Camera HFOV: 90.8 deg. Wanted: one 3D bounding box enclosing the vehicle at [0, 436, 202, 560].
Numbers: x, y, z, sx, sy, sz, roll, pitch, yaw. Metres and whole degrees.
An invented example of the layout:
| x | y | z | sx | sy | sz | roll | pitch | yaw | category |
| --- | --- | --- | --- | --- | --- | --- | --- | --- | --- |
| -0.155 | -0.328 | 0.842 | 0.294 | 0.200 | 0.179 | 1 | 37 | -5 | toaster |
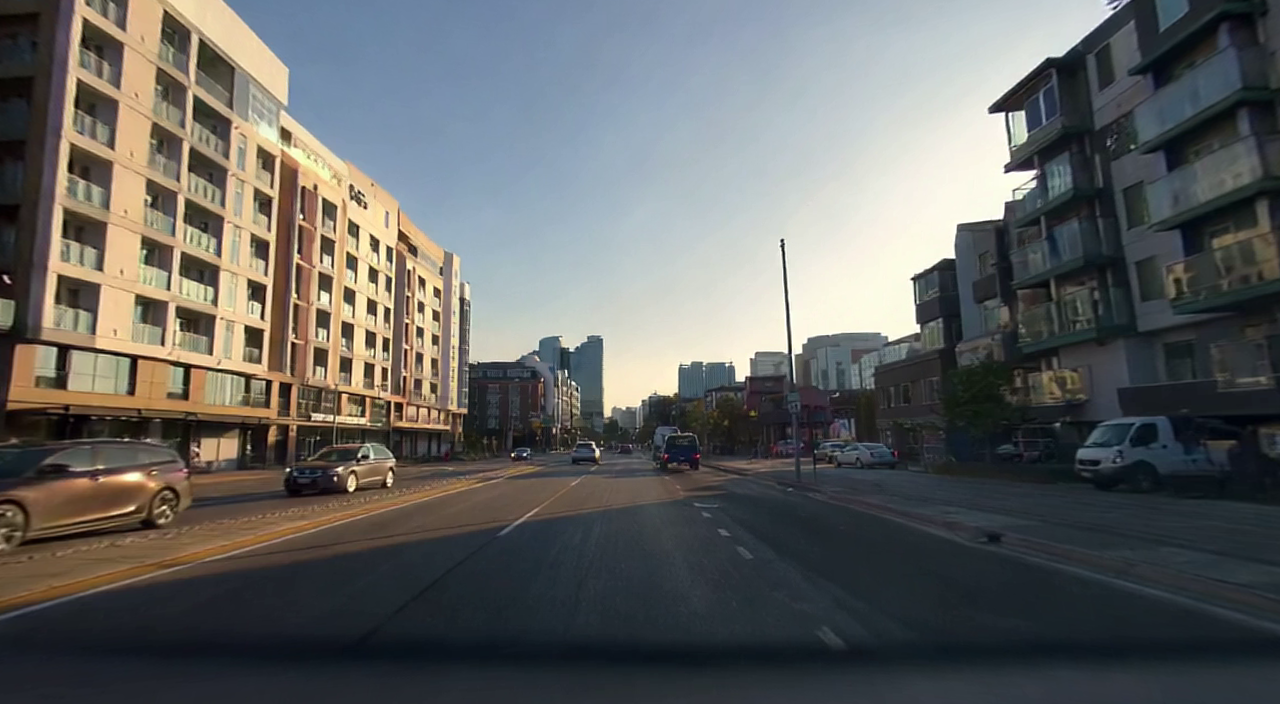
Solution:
| x | y | z | sx | sy | sz | roll | pitch | yaw | category |
| --- | --- | --- | --- | --- | --- | --- | --- | --- | --- |
| -8.707 | 2.003 | 9.043 | 1.923 | 1.482 | 4.273 | -3 | -8 | -1 | vehicle |

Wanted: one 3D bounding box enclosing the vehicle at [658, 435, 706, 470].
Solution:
| x | y | z | sx | sy | sz | roll | pitch | yaw | category |
| --- | --- | --- | --- | --- | --- | --- | --- | --- | --- |
| 2.241 | 5.584 | 35.308 | 2.130 | 1.787 | 5.126 | 0 | -8 | -2 | vehicle |

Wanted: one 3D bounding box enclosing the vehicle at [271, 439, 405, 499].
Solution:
| x | y | z | sx | sy | sz | roll | pitch | yaw | category |
| --- | --- | --- | --- | --- | --- | --- | --- | --- | --- |
| -8.872 | 3.456 | 19.073 | 1.969 | 1.489 | 4.522 | -2 | -8 | -2 | vehicle |

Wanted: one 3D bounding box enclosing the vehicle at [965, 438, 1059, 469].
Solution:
| x | y | z | sx | sy | sz | roll | pitch | yaw | category |
| --- | --- | --- | --- | --- | --- | --- | --- | --- | --- |
| 19.999 | 5.492 | 34.263 | 2.013 | 1.548 | 4.579 | 1 | -9 | -5 | vehicle |

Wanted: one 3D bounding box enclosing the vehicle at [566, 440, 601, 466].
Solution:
| x | y | z | sx | sy | sz | roll | pitch | yaw | category |
| --- | --- | --- | --- | --- | --- | --- | --- | --- | --- |
| -3.714 | 6.682 | 42.054 | 2.046 | 1.617 | 4.601 | 0 | -8 | -2 | vehicle |

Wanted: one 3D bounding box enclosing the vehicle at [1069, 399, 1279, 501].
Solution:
| x | y | z | sx | sy | sz | roll | pitch | yaw | category |
| --- | --- | --- | --- | --- | --- | --- | --- | --- | --- |
| 13.370 | 2.214 | 14.521 | 5.419 | 2.120 | 2.164 | 0 | -8 | -3 | vehicle |

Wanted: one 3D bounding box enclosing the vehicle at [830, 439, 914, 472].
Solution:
| x | y | z | sx | sy | sz | roll | pitch | yaw | category |
| --- | --- | --- | --- | --- | --- | --- | --- | --- | --- |
| 11.741 | 5.233 | 32.363 | 1.954 | 1.483 | 4.742 | -2 | -7 | -7 | vehicle |
